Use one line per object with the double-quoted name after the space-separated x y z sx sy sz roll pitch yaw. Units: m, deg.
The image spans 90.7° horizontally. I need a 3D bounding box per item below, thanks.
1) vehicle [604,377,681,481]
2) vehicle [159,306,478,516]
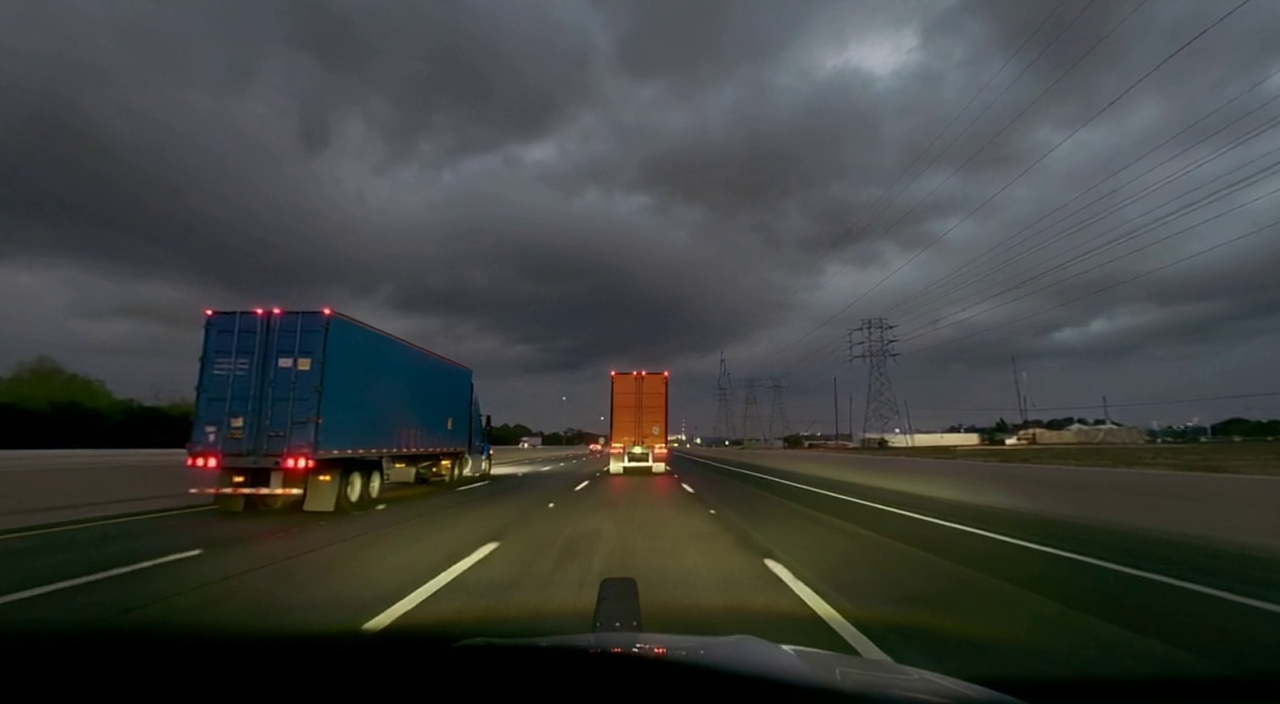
0.025 3.612 28.599 2.858 3.847 10.034 0 -9 -1 "vehicle"
-7.464 1.905 17.562 2.937 3.981 11.119 -1 -9 0 "vehicle"
